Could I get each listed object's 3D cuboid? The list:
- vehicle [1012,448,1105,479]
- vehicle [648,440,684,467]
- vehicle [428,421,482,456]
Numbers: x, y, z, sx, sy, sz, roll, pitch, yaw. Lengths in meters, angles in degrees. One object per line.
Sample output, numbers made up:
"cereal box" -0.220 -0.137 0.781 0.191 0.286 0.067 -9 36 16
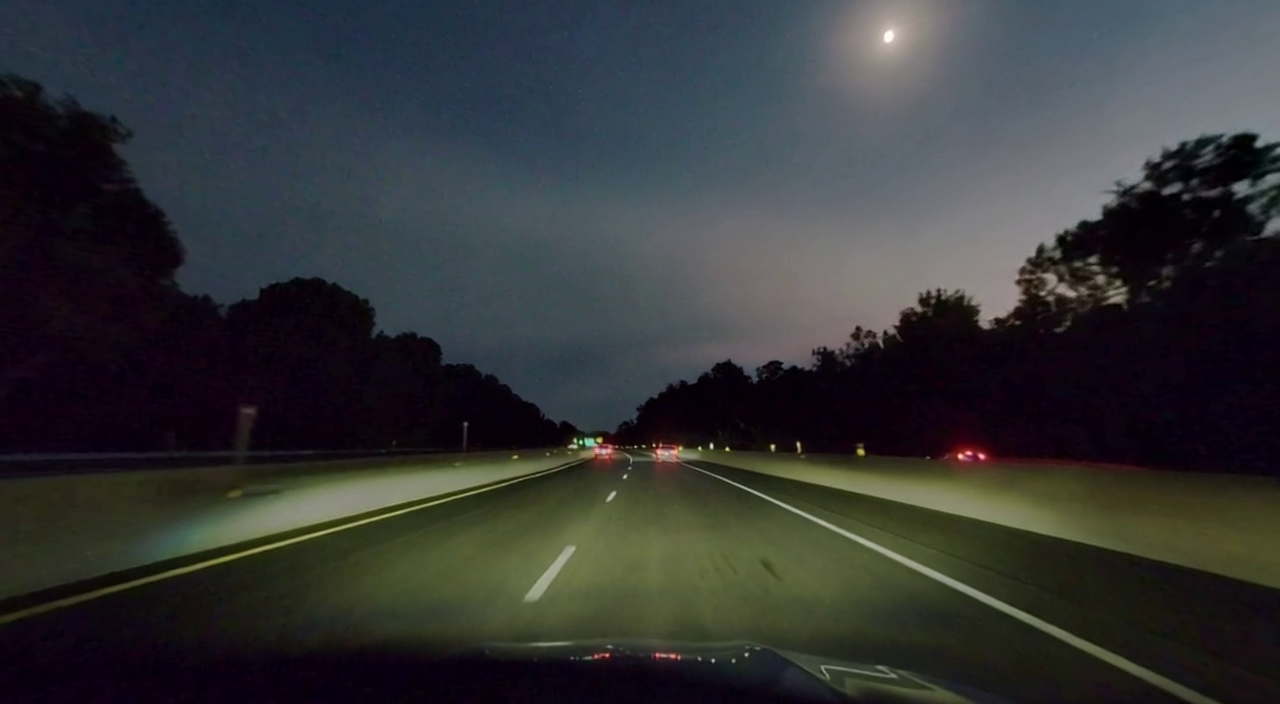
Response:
"vehicle" 23.072 6.127 34.869 1.938 1.534 4.006 2 -8 -11
"vehicle" 1.479 6.005 37.415 1.966 1.542 3.979 0 -8 0
"vehicle" -14.233 6.729 48.870 2.284 2.508 5.912 0 -8 1
